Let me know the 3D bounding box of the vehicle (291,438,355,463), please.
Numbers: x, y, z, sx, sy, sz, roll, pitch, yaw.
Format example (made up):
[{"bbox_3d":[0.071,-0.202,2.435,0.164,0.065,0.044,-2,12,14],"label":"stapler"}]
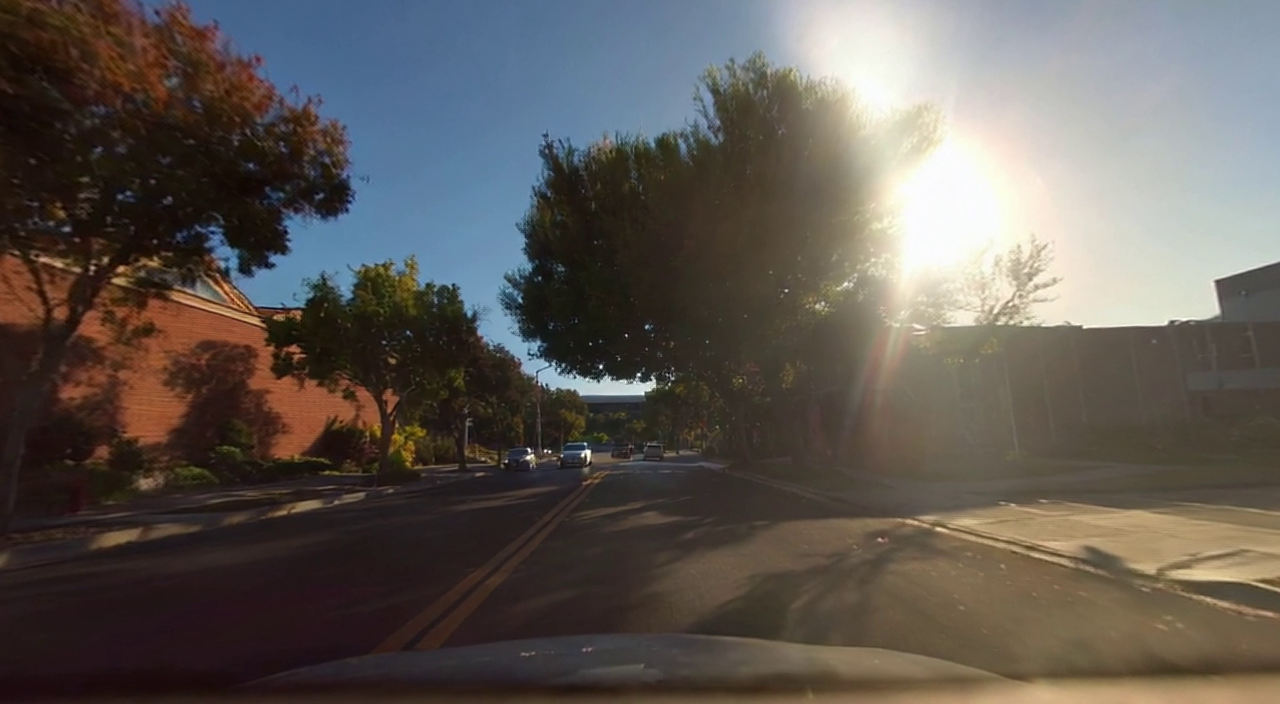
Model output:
[{"bbox_3d":[-21.437,6.691,42.809,1.906,1.596,4.599,0,-8,1],"label":"vehicle"}]

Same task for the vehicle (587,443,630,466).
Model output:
[{"bbox_3d":[-2.507,7.895,48.829,2.154,1.641,4.254,3,-9,-20],"label":"vehicle"}]

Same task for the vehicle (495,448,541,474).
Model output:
[{"bbox_3d":[-7.310,6.553,38.129,1.930,1.463,4.195,0,-8,0],"label":"vehicle"}]
